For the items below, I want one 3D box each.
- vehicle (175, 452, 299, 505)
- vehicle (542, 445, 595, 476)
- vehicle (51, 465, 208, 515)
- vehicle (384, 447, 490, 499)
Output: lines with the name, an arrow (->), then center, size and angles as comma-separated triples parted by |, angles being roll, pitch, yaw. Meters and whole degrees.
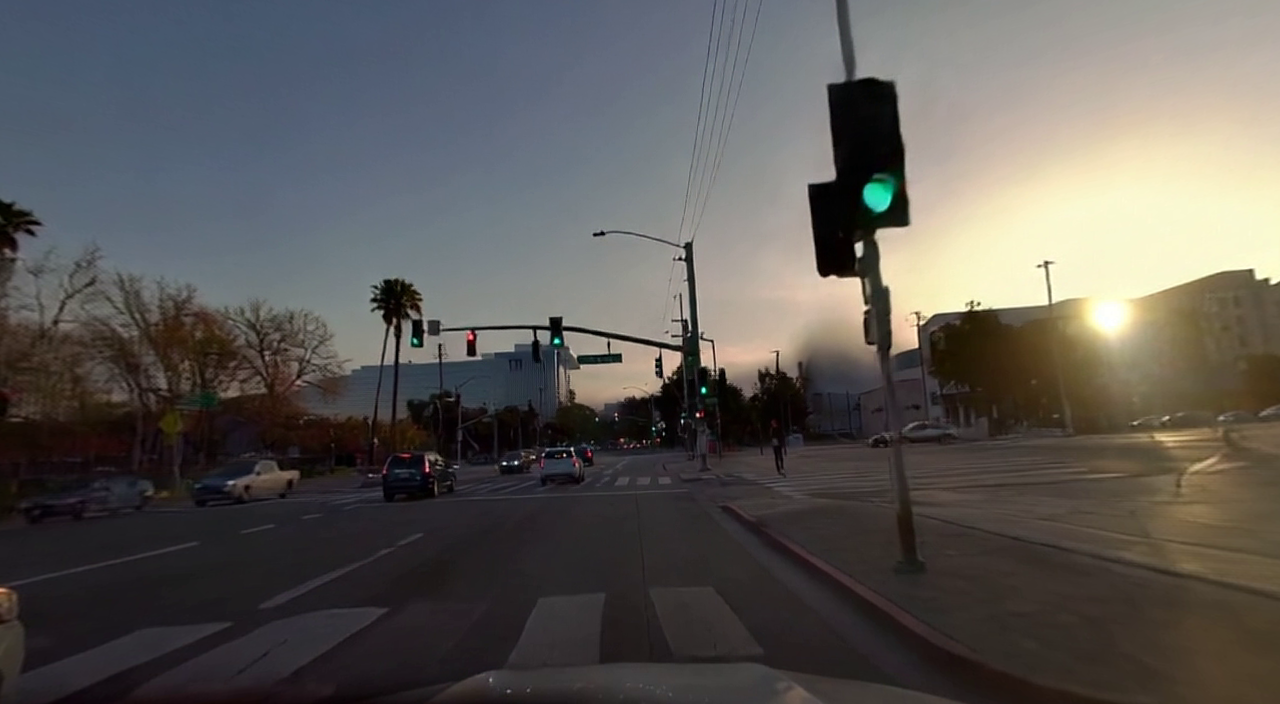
vehicle -> -15.641, 4.897, 24.758 | 2.139, 1.692, 4.099 | -4, -9, 1
vehicle -> -3.576, 5.488, 32.148 | 2.147, 1.472, 4.406 | 0, -9, 0
vehicle -> -18.883, 5.091, 23.650 | 1.861, 1.493, 4.754 | 0, -9, 1
vehicle -> -6.519, 3.920, 20.876 | 1.960, 1.479, 4.654 | 0, -9, 0
